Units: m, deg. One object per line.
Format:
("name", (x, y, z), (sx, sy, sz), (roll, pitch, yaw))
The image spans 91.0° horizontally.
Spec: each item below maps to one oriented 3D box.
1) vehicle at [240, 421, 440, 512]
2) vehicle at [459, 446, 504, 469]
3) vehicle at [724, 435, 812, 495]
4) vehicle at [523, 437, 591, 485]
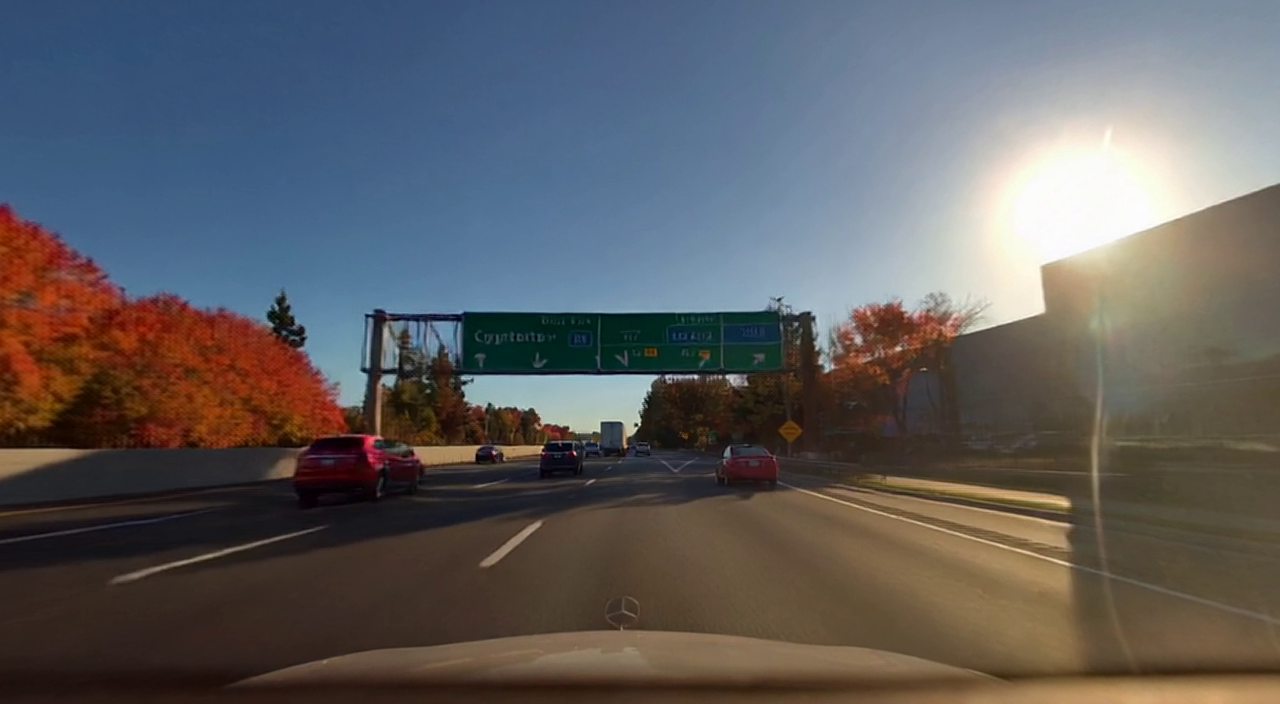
("vehicle", (-7.070, 2.787, 15.762), (2.314, 1.842, 5.279), (0, -9, 1))
("vehicle", (-10.889, 7.264, 43.524), (1.919, 1.509, 4.265), (0, -9, 1))
("vehicle", (4.091, 3.697, 20.991), (2.101, 1.742, 4.495), (0, -9, 2))
("vehicle", (-3.258, 4.378, 25.638), (2.111, 1.742, 4.315), (0, -9, 1))
